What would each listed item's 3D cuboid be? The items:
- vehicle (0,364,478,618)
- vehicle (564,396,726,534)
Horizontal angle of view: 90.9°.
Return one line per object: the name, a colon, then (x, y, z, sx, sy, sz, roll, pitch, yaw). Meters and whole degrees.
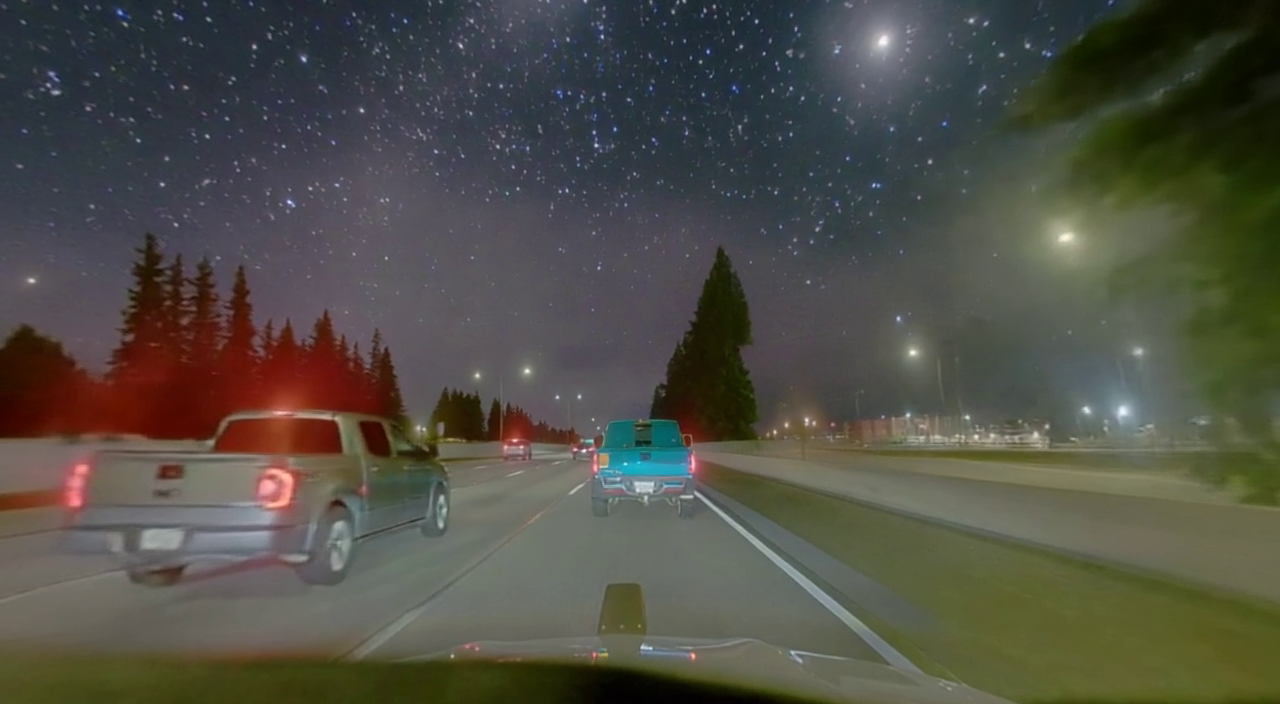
vehicle: (-4.026, 1.481, 7.733, 2.486, 1.962, 5.525, -1, -8, 2)
vehicle: (0.061, 2.018, 11.768, 2.395, 2.013, 4.734, 0, -8, 0)
